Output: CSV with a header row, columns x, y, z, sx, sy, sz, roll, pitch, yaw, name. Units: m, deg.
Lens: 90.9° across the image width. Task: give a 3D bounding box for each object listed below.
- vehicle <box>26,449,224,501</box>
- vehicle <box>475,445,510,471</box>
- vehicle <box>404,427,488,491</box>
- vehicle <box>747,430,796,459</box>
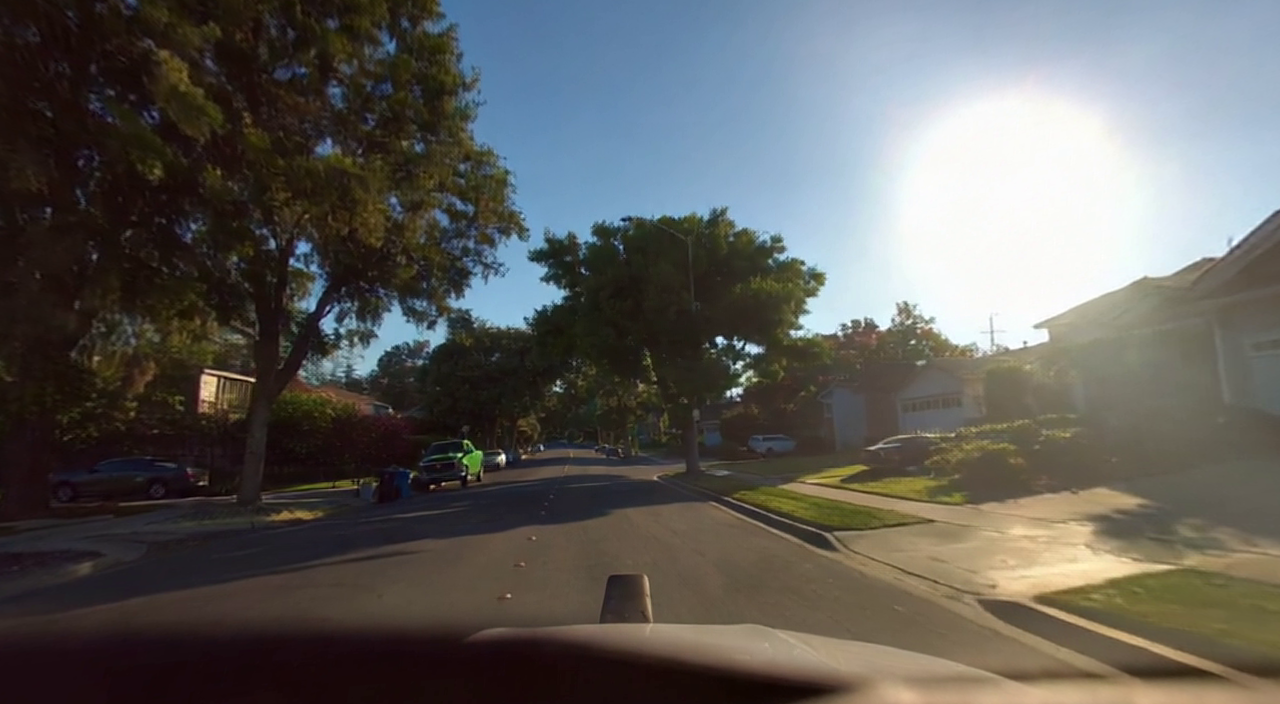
x,y,z,sx,sy,sz,roll,pitch,yaw,name
-16.694,4.010,20.677,4.617,1.491,1.953,-1,-10,-5,vehicle
-10.631,7.622,45.622,1.945,1.530,4.430,-4,-6,-8,vehicle
-8.522,4.657,28.354,2.223,2.115,5.707,6,-5,-4,vehicle
8.997,6.337,43.476,1.936,1.687,4.714,-4,-7,-5,vehicle
